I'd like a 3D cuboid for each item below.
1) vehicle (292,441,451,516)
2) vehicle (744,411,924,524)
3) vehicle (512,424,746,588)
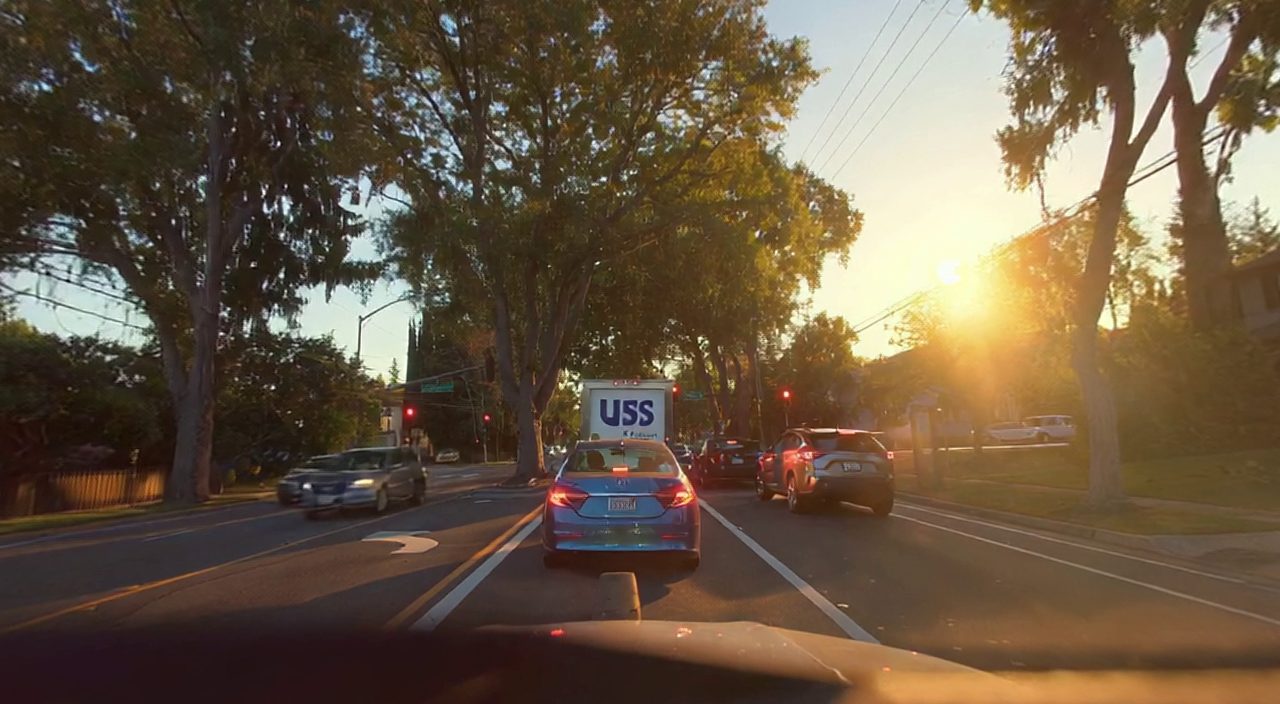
[{"bbox_3d":[-6.254,2.968,15.439,1.800,1.520,4.691,0,-8,0],"label":"vehicle"},{"bbox_3d":[3.595,2.248,12.794,2.145,1.847,4.524,0,-8,0],"label":"vehicle"},{"bbox_3d":[-0.152,1.718,7.937,2.135,1.483,4.207,0,-8,-2],"label":"vehicle"}]
